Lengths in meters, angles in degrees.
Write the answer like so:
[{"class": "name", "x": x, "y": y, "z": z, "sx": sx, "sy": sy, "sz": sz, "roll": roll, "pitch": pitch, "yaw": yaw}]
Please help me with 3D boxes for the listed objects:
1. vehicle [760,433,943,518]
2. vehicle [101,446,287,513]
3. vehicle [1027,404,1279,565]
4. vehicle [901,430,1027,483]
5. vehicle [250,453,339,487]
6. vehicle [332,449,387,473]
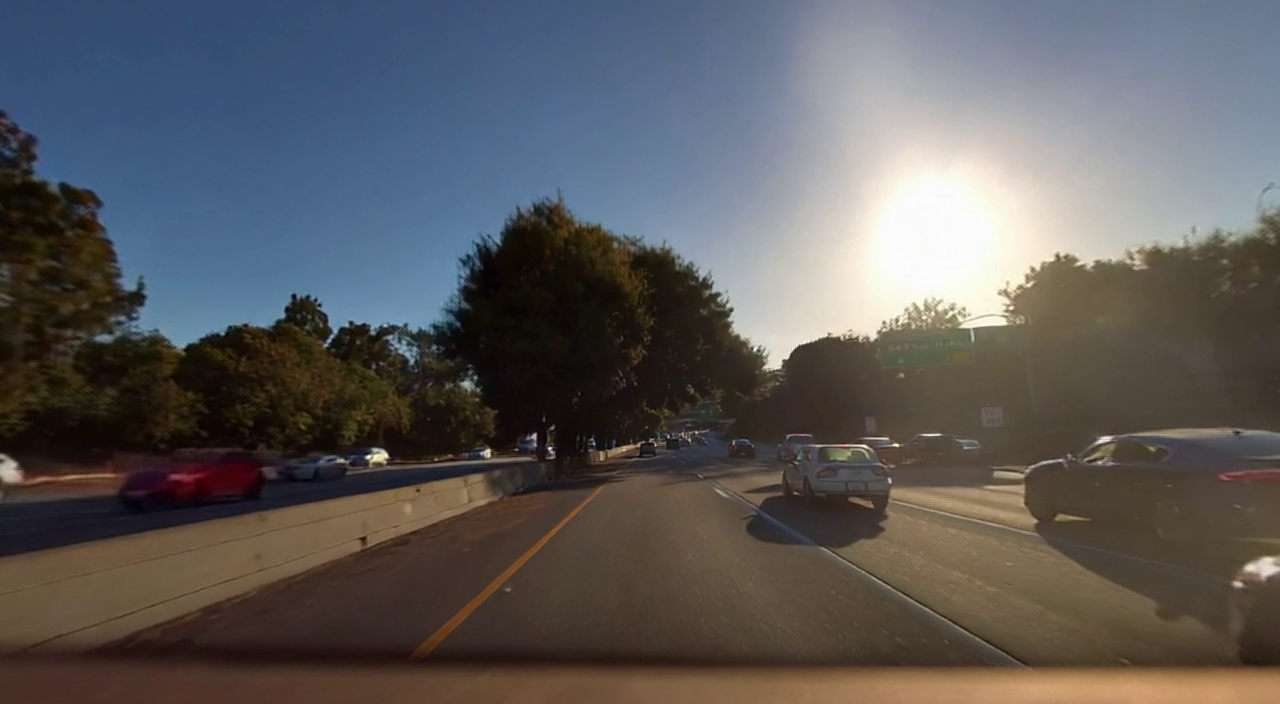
[{"class": "vehicle", "x": 4.261, "y": 2.577, "z": 13.845, "sx": 2.223, "sy": 1.483, "sz": 5.075, "roll": 0, "pitch": -8, "yaw": 0}, {"class": "vehicle", "x": -12.934, "y": 3.664, "z": 18.801, "sx": 2.123, "sy": 1.698, "sz": 4.656, "roll": 0, "pitch": -8, "yaw": 0}, {"class": "vehicle", "x": 7.761, "y": 1.691, "z": 8.689, "sx": 1.966, "sy": 1.686, "sz": 4.532, "roll": 0, "pitch": -8, "yaw": 0}, {"class": "vehicle", "x": 11.508, "y": 3.735, "z": 22.868, "sx": 1.954, "sy": 1.685, "sz": 4.935, "roll": 0, "pitch": -8, "yaw": 0}, {"class": "vehicle", "x": -16.926, "y": 5.798, "z": 31.207, "sx": 1.854, "sy": 1.465, "sz": 4.484, "roll": 0, "pitch": -8, "yaw": 0}, {"class": "vehicle", "x": -21.483, "y": 8.338, "z": 48.542, "sx": 2.117, "sy": 1.716, "sz": 4.533, "roll": 0, "pitch": -8, "yaw": 0}]
